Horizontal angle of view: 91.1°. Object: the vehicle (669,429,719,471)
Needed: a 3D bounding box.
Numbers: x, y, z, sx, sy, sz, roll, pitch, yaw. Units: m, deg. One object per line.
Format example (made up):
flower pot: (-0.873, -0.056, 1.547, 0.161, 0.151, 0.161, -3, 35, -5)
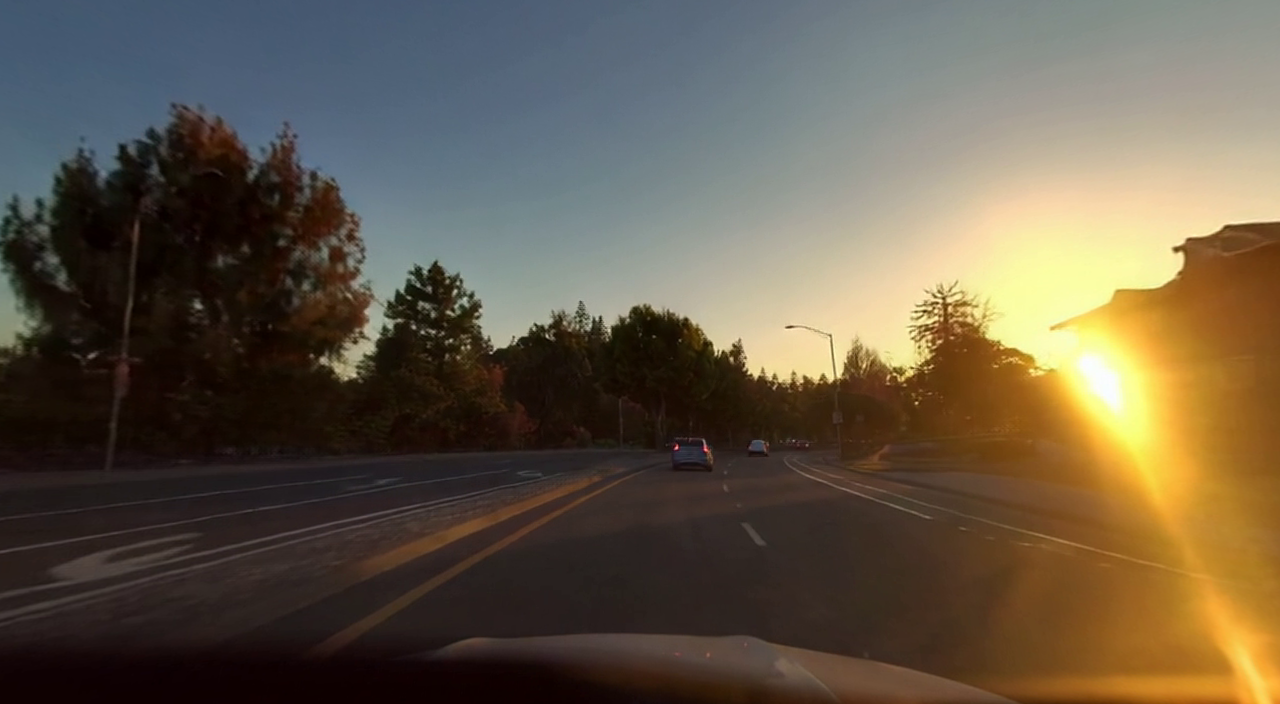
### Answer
vehicle: (2.873, 5.060, 32.497, 2.072, 2.002, 4.391, -2, -9, 12)
